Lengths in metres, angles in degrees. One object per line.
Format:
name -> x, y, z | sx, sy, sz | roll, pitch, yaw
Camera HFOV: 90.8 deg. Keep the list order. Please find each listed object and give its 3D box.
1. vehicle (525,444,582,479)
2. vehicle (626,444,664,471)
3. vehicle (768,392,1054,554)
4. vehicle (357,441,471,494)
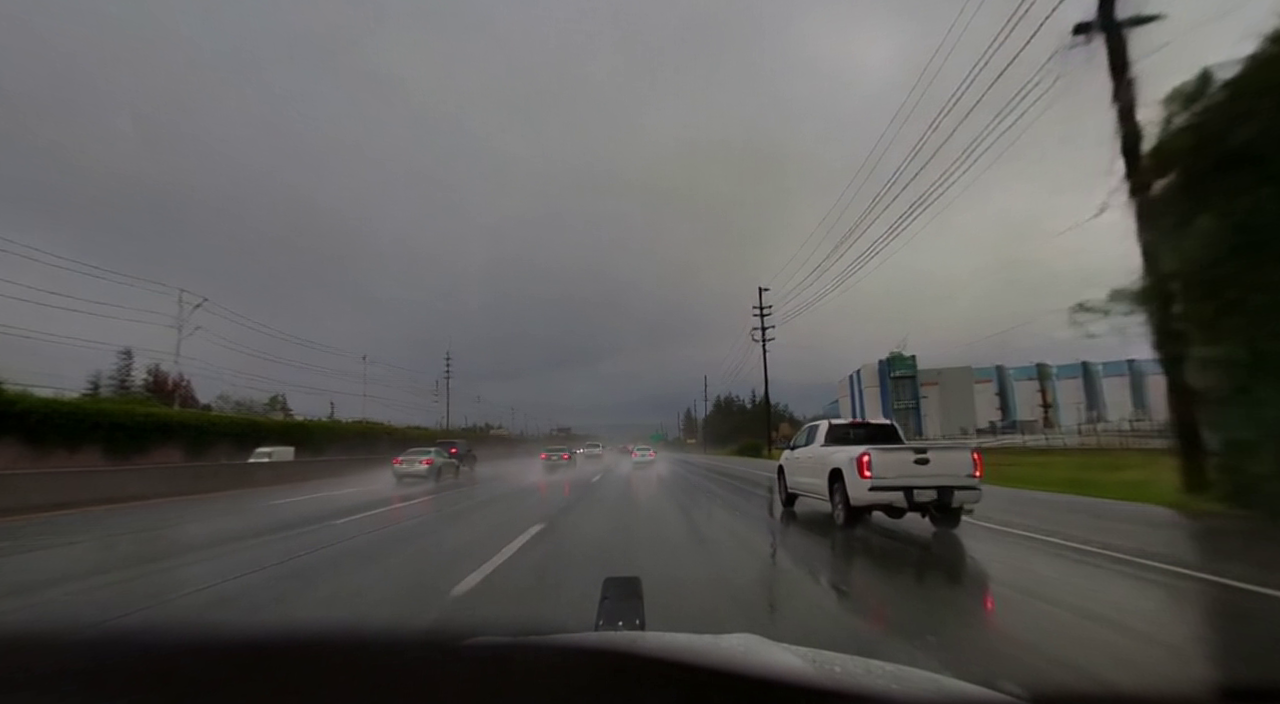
vehicle -> -3.737, 4.823, 28.125 | 1.938, 1.444, 4.206 | 0, -9, 0
vehicle -> 0.271, 6.033, 36.316 | 2.030, 1.471, 4.115 | 0, -9, 0
vehicle -> 3.762, 1.818, 10.159 | 2.231, 1.919, 5.086 | 0, -9, -1
vehicle -> -7.160, 3.685, 20.618 | 1.959, 1.496, 4.740 | 0, -9, 0
